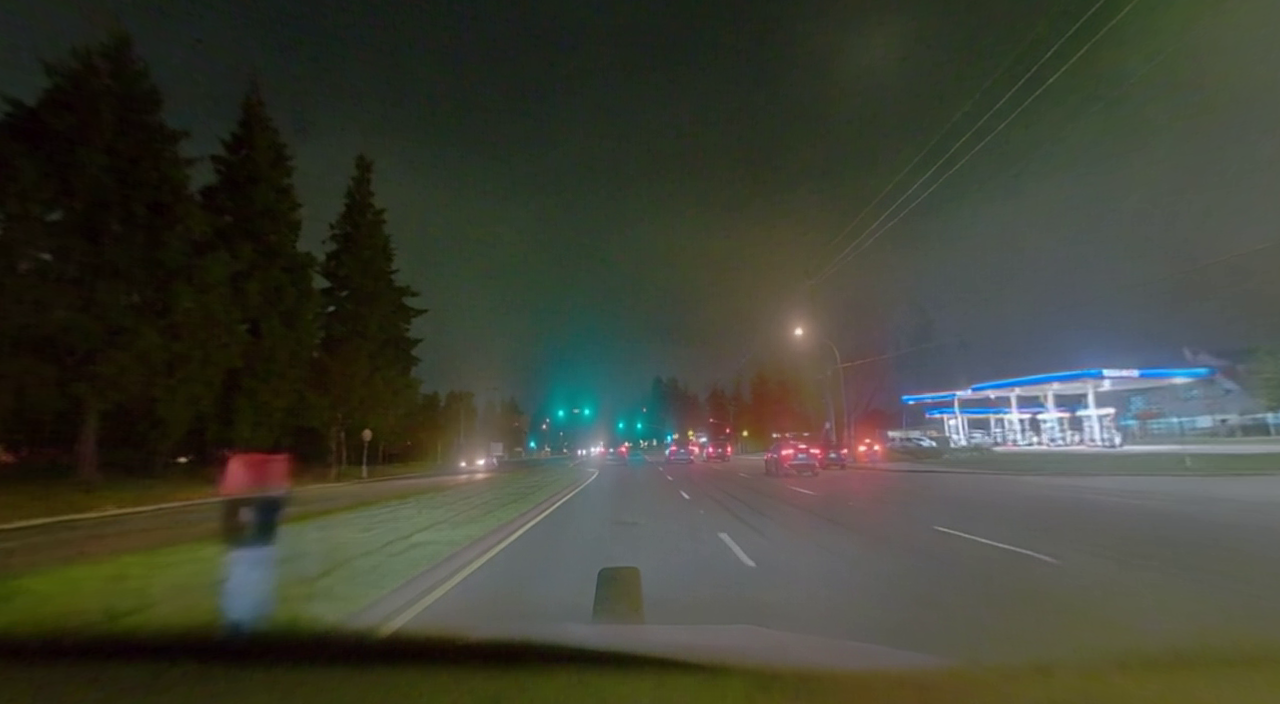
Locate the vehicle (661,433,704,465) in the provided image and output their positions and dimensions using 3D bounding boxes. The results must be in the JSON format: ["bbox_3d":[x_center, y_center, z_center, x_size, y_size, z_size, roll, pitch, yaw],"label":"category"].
[{"bbox_3d":[2.500,5.908,38.413,2.140,1.800,4.660,0,-8,-2],"label":"vehicle"}]

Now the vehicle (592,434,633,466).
[{"bbox_3d":[-1.775,6.061,39.150,2.261,1.820,4.255,1,-8,-6],"label":"vehicle"}]

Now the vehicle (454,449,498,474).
[{"bbox_3d":[-11.904,7.959,46.129,1.934,1.674,4.445,0,-8,2],"label":"vehicle"}]
